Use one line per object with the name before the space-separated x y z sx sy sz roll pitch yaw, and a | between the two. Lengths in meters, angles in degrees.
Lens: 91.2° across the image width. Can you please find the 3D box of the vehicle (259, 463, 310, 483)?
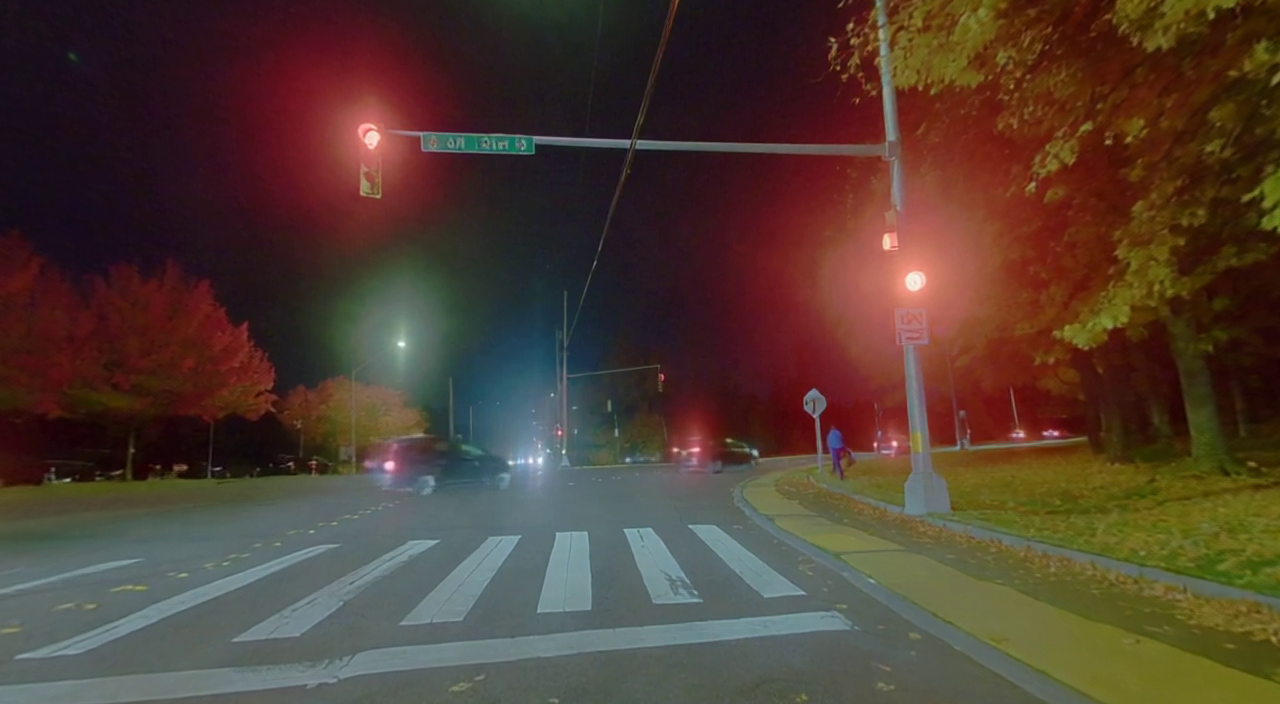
vehicle | -28.133 9.580 49.743 1.776 1.452 3.920 0 -9 0

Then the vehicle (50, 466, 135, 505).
vehicle | -25.416 6.160 29.258 1.694 1.528 4.225 3 -9 -23

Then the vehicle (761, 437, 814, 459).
vehicle | 11.757 7.626 49.682 1.979 1.659 4.907 -8 -11 39

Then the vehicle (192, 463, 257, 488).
vehicle | -28.533 8.474 43.173 1.768 1.465 3.972 0 -9 -1

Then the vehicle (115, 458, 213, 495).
vehicle | -27.825 7.261 36.891 2.064 1.913 5.081 0 -9 -4

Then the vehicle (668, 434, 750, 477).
vehicle | 3.448 5.040 30.796 1.942 1.920 4.263 -8 -11 39

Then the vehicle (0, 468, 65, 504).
vehicle | -30.327 6.455 30.346 1.800 1.520 3.968 2 -9 -14

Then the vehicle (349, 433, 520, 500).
vehicle | -6.391 3.583 20.053 2.036 1.849 4.811 -7 -11 38
